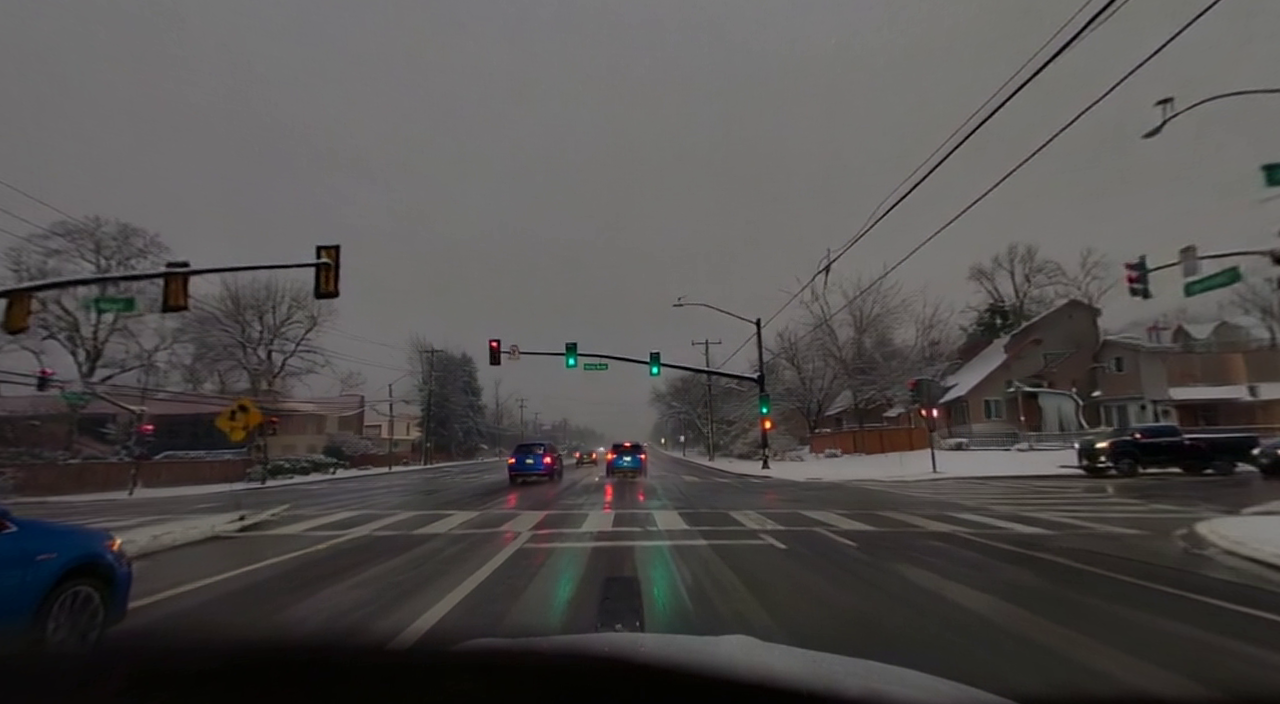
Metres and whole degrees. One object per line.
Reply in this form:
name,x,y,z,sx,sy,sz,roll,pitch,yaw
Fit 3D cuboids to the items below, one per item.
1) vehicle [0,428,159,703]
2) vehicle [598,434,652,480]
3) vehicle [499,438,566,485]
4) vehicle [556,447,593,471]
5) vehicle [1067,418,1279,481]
vehicle,-3.271,0.764,0.763,1.901,1.409,4.442,0,-8,0
vehicle,-0.630,4.542,27.510,2.155,1.836,4.250,0,-8,-1
vehicle,-4.060,4.208,24.591,1.899,1.685,4.121,0,-8,0
vehicle,-4.099,6.768,40.293,1.863,1.449,4.153,0,-8,0
vehicle,18.410,3.323,21.698,5.652,1.990,2.190,-2,-9,13
